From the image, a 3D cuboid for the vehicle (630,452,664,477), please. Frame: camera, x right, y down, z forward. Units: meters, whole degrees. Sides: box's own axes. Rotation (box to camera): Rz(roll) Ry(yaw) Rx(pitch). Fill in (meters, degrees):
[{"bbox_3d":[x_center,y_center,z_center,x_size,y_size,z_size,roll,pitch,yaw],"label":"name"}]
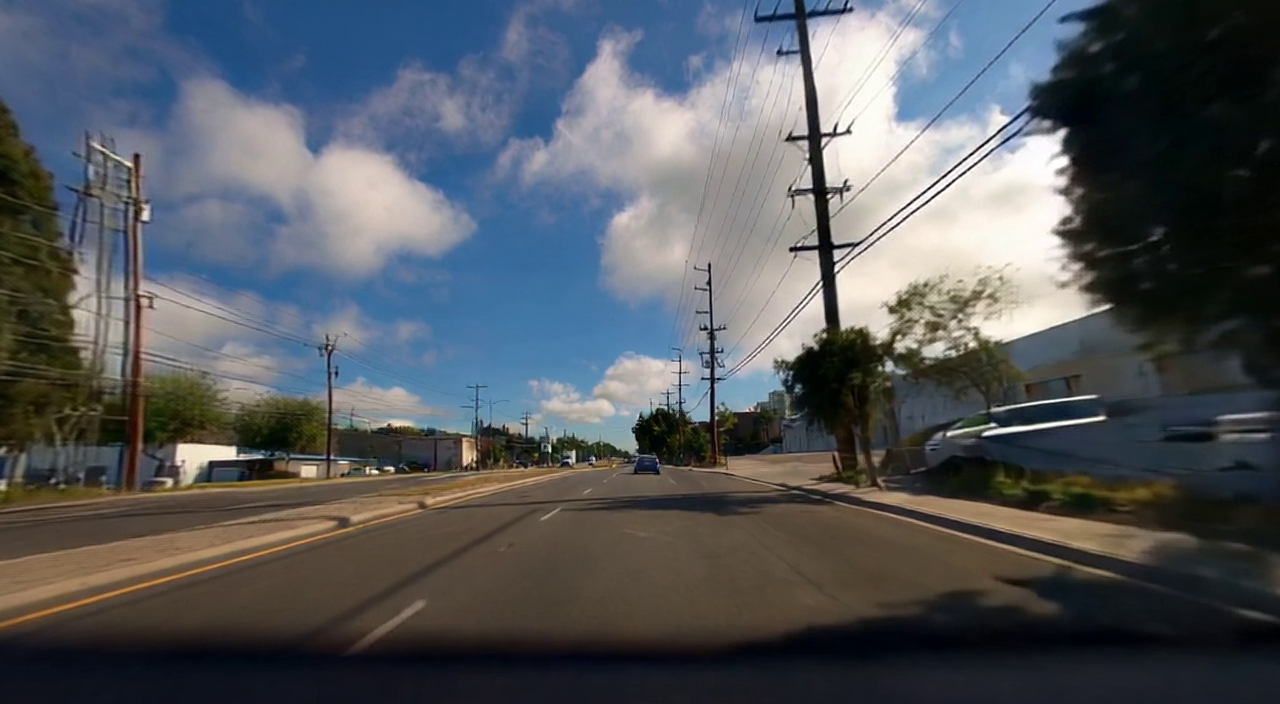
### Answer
[{"bbox_3d":[0.417,7.448,41.992,2.114,1.492,4.453,0,-8,0],"label":"vehicle"}]
